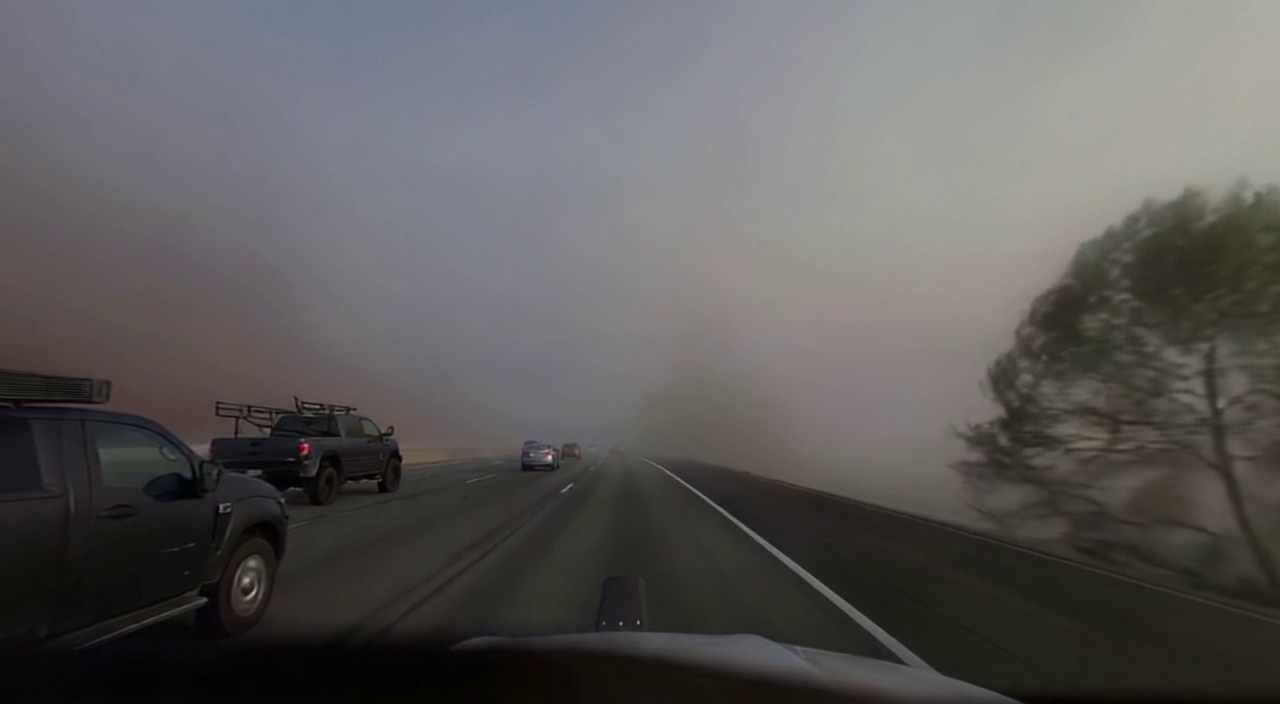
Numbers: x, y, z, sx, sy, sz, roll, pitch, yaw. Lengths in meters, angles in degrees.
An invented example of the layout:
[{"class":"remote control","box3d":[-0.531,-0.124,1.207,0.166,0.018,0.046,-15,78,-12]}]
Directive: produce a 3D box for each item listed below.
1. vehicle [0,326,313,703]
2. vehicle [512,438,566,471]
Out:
[{"class":"vehicle","box3d":[-3.910,0.797,2.742,2.200,1.807,5.041,0,-8,1]},{"class":"vehicle","box3d":[-5.013,5.151,31.832,2.012,1.509,4.359,0,-8,0]}]
